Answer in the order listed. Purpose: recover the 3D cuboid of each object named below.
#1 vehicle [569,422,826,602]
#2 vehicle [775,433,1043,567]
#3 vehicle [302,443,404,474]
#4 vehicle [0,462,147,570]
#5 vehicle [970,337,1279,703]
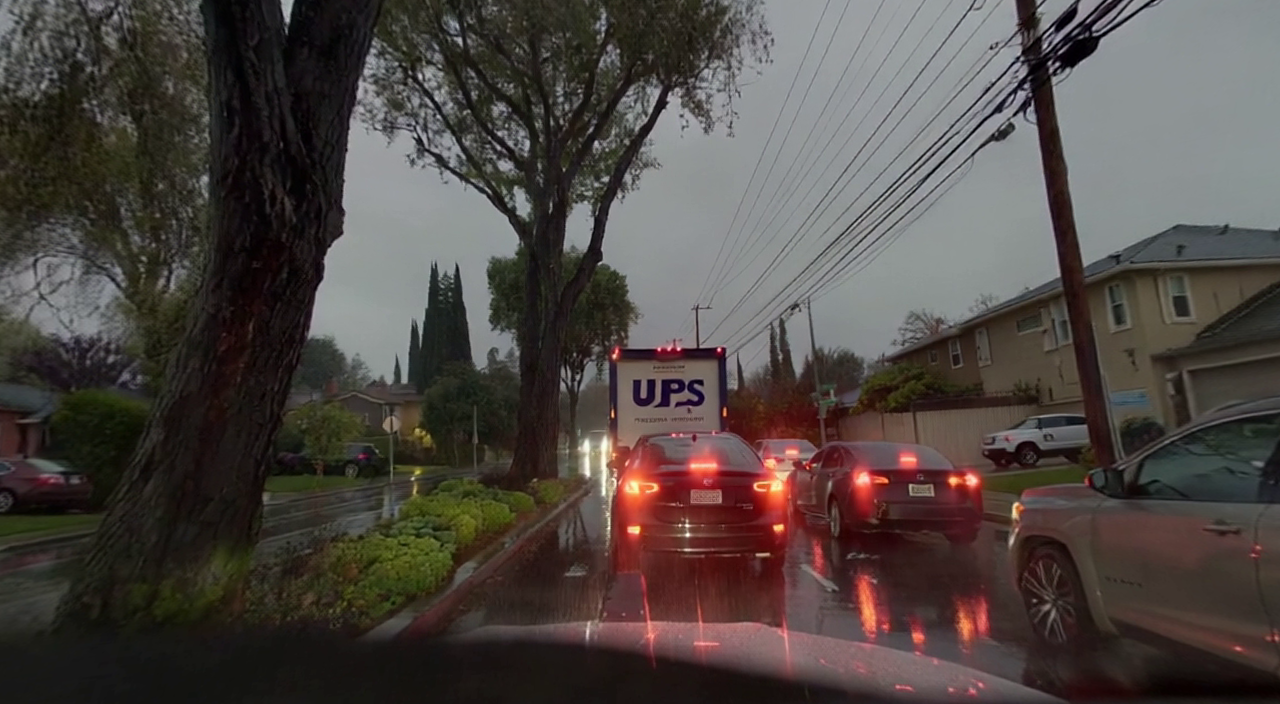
[{"bbox_3d":[0.481,1.679,7.543,2.158,1.499,4.377,0,-8,0],"label":"vehicle"},{"bbox_3d":[3.509,2.001,9.343,1.993,1.479,4.487,0,-8,0],"label":"vehicle"},{"bbox_3d":[-17.430,6.474,38.304,5.274,1.793,1.921,0,-8,3],"label":"vehicle"},{"bbox_3d":[-10.351,2.485,9.477,1.925,1.482,4.753,0,-8,0],"label":"vehicle"},{"bbox_3d":[3.310,0.770,1.922,2.069,1.722,4.888,0,-8,2],"label":"vehicle"}]
